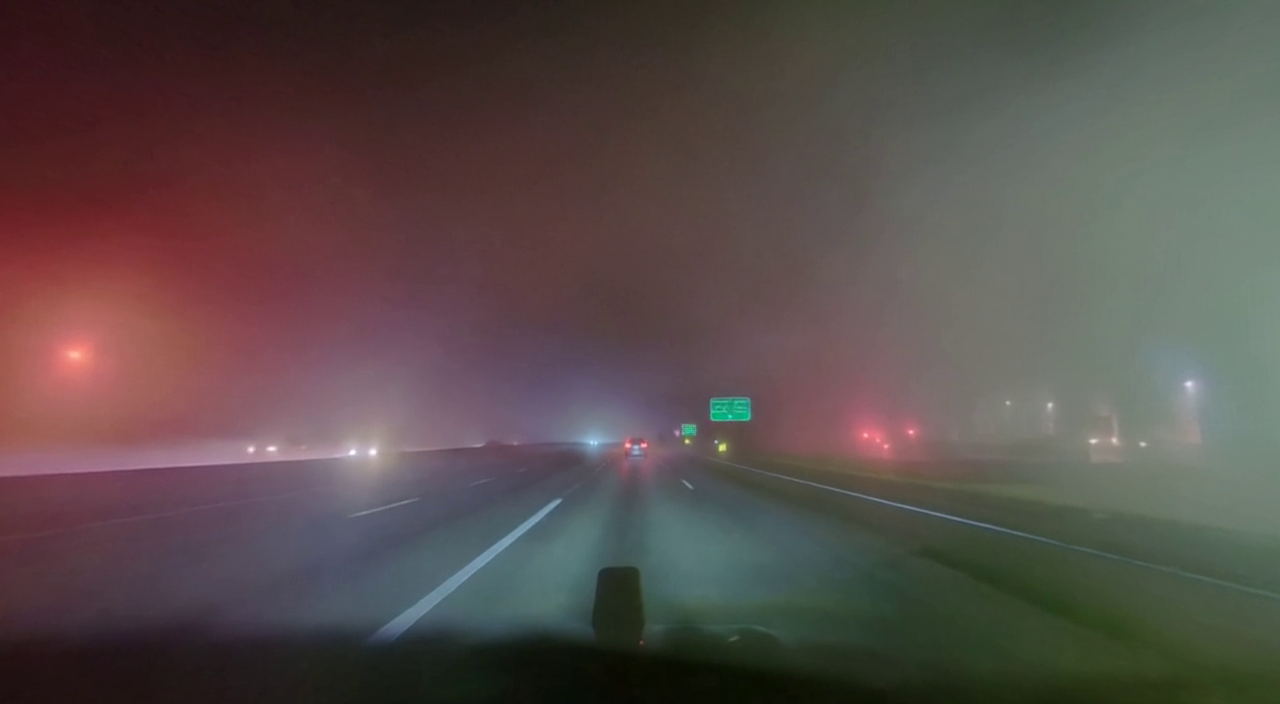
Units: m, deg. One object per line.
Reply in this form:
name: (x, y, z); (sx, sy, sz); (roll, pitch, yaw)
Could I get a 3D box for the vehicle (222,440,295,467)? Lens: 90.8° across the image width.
vehicle: (-29.031, 7.697, 48.278); (2.216, 1.905, 5.411); (0, -9, -1)

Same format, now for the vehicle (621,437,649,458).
vehicle: (-0.359, 7.177, 47.314); (2.025, 1.460, 4.189); (0, -9, 0)

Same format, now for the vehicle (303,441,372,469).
vehicle: (-18.226, 6.230, 38.342); (1.893, 1.520, 4.617); (-1, -9, 0)
